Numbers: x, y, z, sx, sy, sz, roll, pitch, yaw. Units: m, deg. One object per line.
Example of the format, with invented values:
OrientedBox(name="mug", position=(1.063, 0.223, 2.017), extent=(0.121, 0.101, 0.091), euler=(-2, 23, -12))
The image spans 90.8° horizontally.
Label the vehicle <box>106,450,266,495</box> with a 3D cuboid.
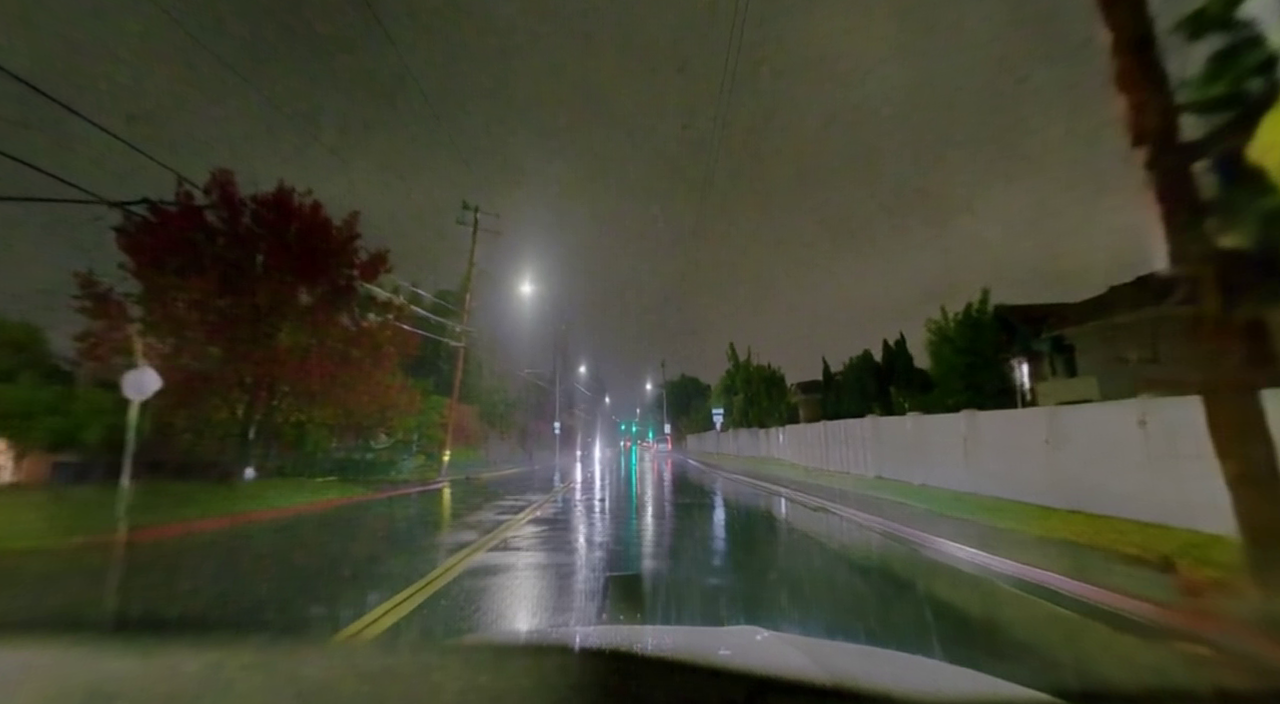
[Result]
OrientedBox(name="vehicle", position=(-18.627, 4.941, 26.117), extent=(4.874, 1.675, 2.197), euler=(0, -9, -1))
